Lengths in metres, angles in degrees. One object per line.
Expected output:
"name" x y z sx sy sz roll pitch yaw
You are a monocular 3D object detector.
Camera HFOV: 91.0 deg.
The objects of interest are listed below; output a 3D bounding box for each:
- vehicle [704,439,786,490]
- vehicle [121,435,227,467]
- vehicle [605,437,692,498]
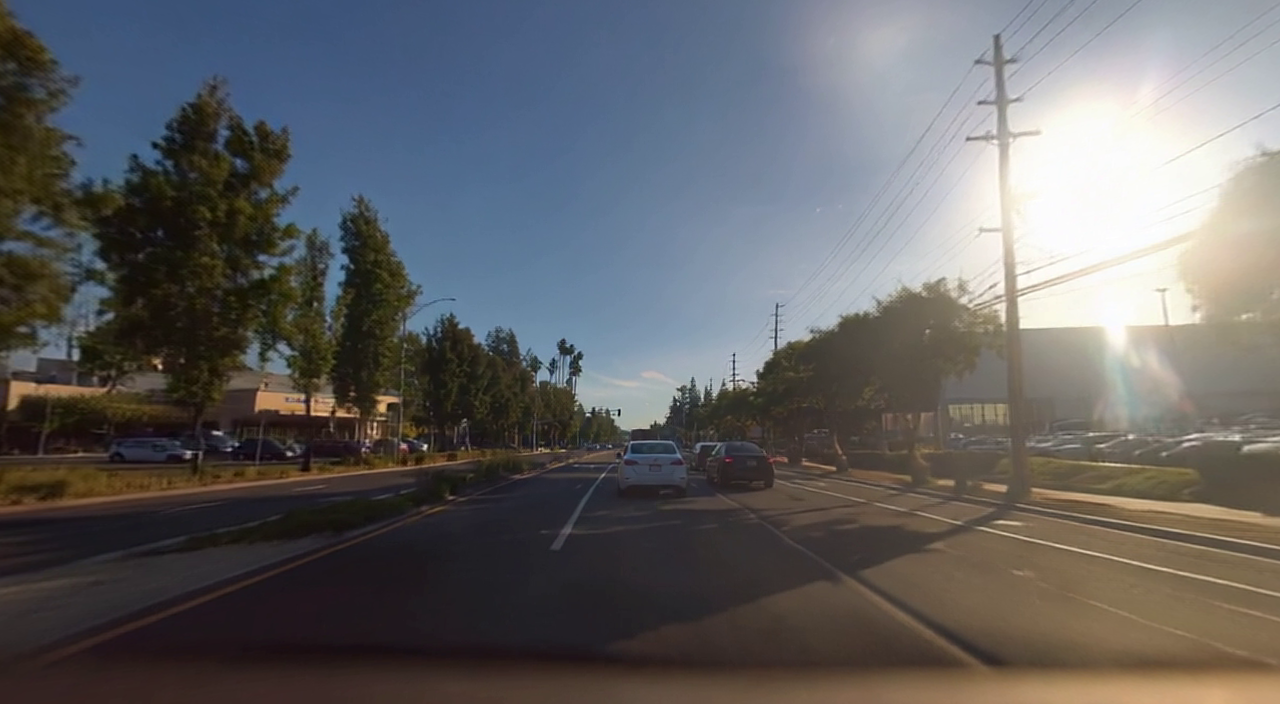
"vehicle" 3.317 3.647 20.751 1.985 1.489 4.036 0 -8 -1
"vehicle" -28.685 6.126 38.966 4.687 1.894 2.149 3 -9 -17
"vehicle" 0.166 3.147 17.573 2.144 1.473 4.028 1 -8 -2
